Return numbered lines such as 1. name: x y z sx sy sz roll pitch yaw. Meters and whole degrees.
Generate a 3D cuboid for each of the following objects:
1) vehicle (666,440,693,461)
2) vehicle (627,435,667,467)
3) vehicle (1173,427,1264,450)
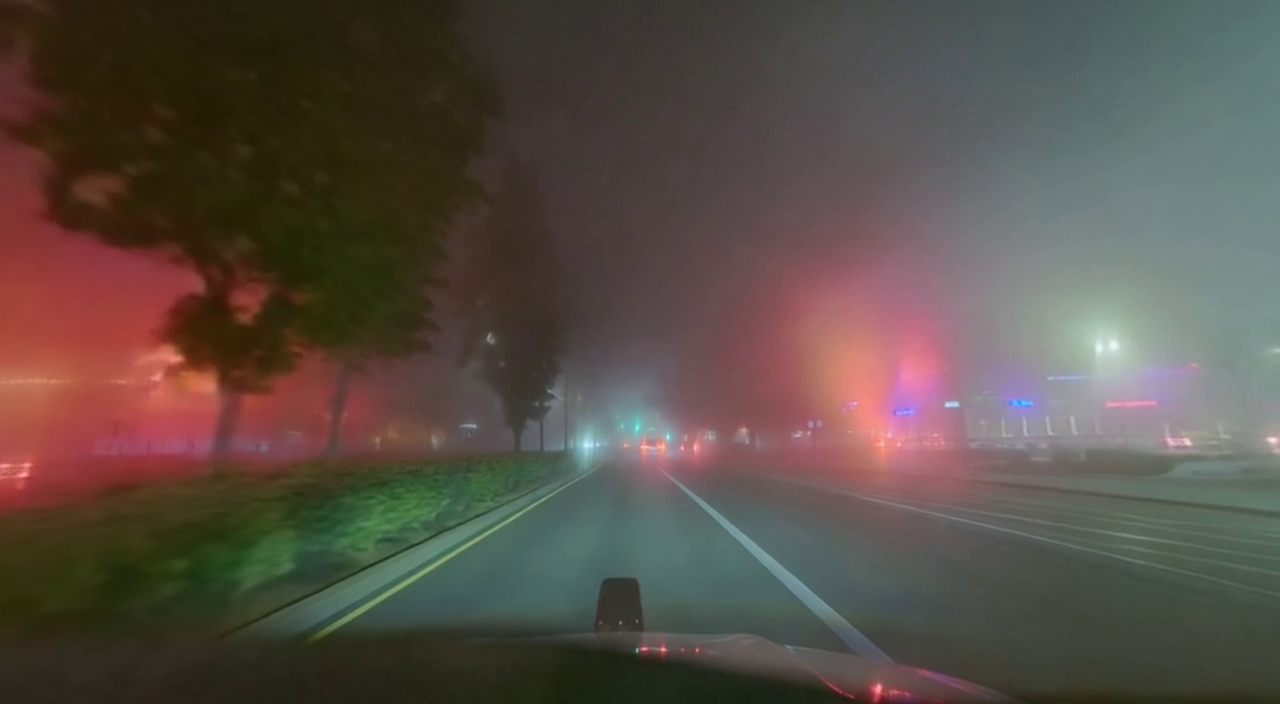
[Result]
1. vehicle: 2.878 7.313 47.040 1.685 1.441 3.795 0 -8 -1
2. vehicle: 0.400 5.530 35.429 2.100 1.683 4.231 0 -8 1
3. vehicle: 39.024 5.832 42.761 1.853 1.422 4.585 0 -7 0
